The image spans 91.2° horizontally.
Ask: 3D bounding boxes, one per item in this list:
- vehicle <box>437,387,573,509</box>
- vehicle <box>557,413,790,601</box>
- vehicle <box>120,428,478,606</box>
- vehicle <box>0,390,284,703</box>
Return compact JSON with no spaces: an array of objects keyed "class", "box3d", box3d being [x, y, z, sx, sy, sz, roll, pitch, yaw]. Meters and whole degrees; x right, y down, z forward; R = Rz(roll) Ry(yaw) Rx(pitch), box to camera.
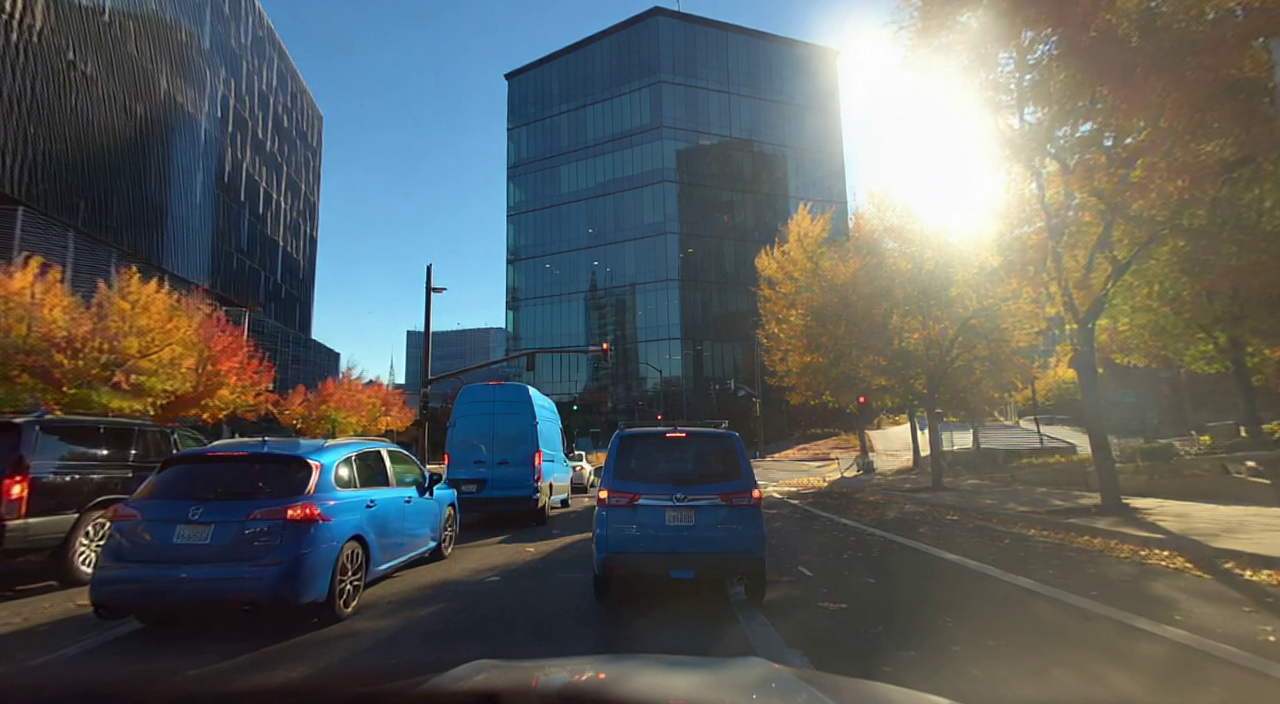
[{"class":"vehicle","box3d":[-3.255,2.538,16.598,2.343,2.635,5.684,0,-9,0]},{"class":"vehicle","box3d":[0.198,1.597,7.214,1.979,1.562,3.630,0,-9,-3]},{"class":"vehicle","box3d":[-3.486,1.754,7.568,1.955,1.499,4.223,0,-9,0]},{"class":"vehicle","box3d":[-2.901,0.812,1.510,1.893,1.491,3.798,0,-9,-1]}]
